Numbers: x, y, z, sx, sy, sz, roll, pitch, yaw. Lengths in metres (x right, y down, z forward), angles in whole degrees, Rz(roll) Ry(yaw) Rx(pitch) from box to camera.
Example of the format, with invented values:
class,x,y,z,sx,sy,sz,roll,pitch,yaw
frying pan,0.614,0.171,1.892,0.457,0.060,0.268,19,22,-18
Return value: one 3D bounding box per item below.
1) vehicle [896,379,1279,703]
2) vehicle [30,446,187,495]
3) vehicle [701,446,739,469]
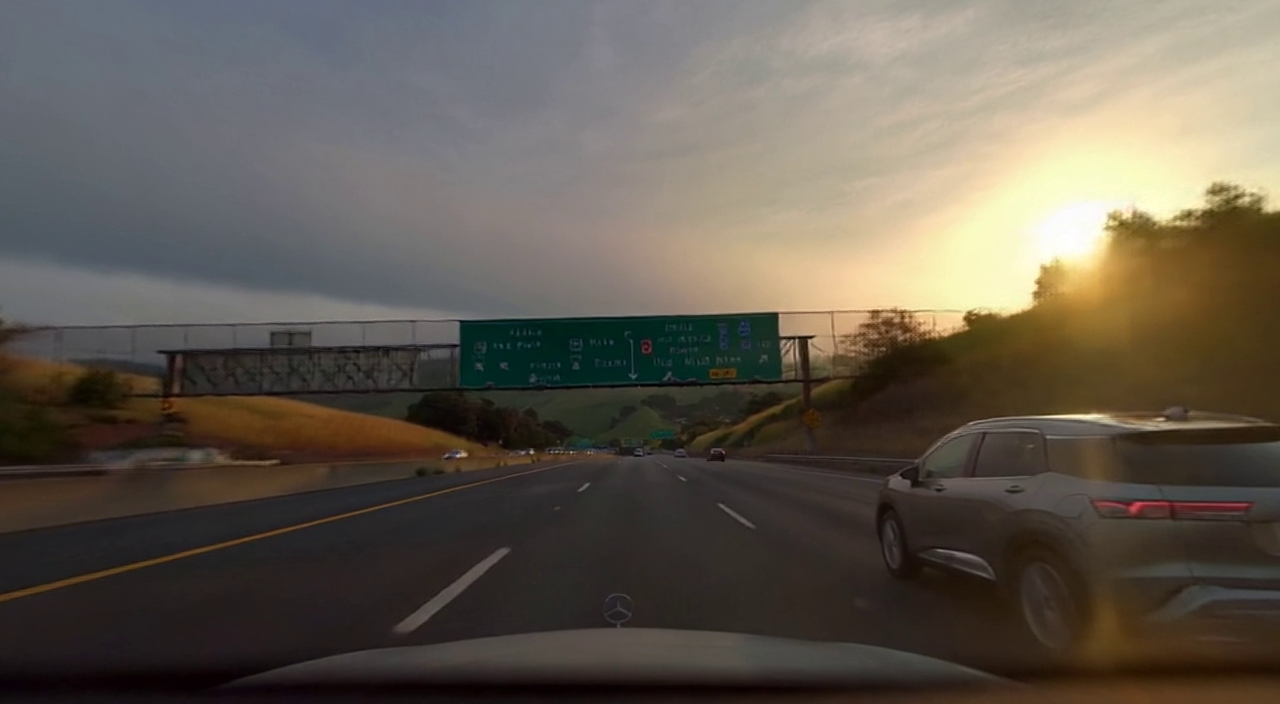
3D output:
class,x,y,z,sx,sy,sz,roll,pitch,yaw
vehicle,3.466,1.223,4.085,1.784,1.733,4.141,0,-9,0
vehicle,-18.761,4.162,22.445,1.667,1.535,4.471,0,-9,1
vehicle,5.963,7.913,47.185,2.006,1.652,4.417,0,-9,-3
